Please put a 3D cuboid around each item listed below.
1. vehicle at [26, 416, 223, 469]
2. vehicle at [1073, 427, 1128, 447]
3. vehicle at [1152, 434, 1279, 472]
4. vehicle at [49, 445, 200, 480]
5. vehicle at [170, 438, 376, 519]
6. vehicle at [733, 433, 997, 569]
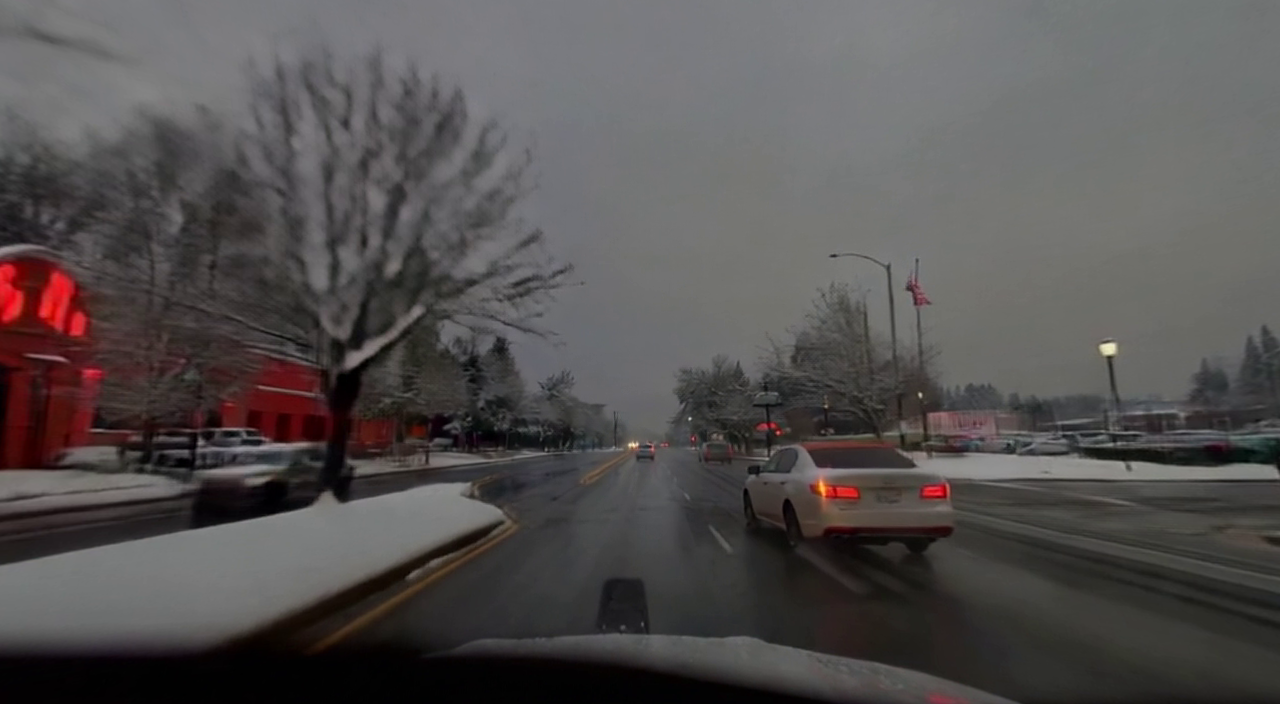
[{"bbox_3d":[-35.121,6.197,43.251,10.503,3.405,3.038,0,-9,-2],"label":"vehicle"},{"bbox_3d":[35.544,6.617,48.768,1.793,1.488,4.488,-2,-9,14],"label":"vehicle"},{"bbox_3d":[23.451,4.080,25.555,1.847,1.411,4.481,-1,-9,4],"label":"vehicle"},{"bbox_3d":[-23.213,4.983,28.535,4.980,1.521,2.089,0,-9,0],"label":"vehicle"},{"bbox_3d":[-7.846,2.715,14.091,1.904,1.501,4.313,0,-9,2],"label":"vehicle"},{"bbox_3d":[2.846,2.009,9.372,2.091,1.472,4.697,0,-9,-1],"label":"vehicle"}]
